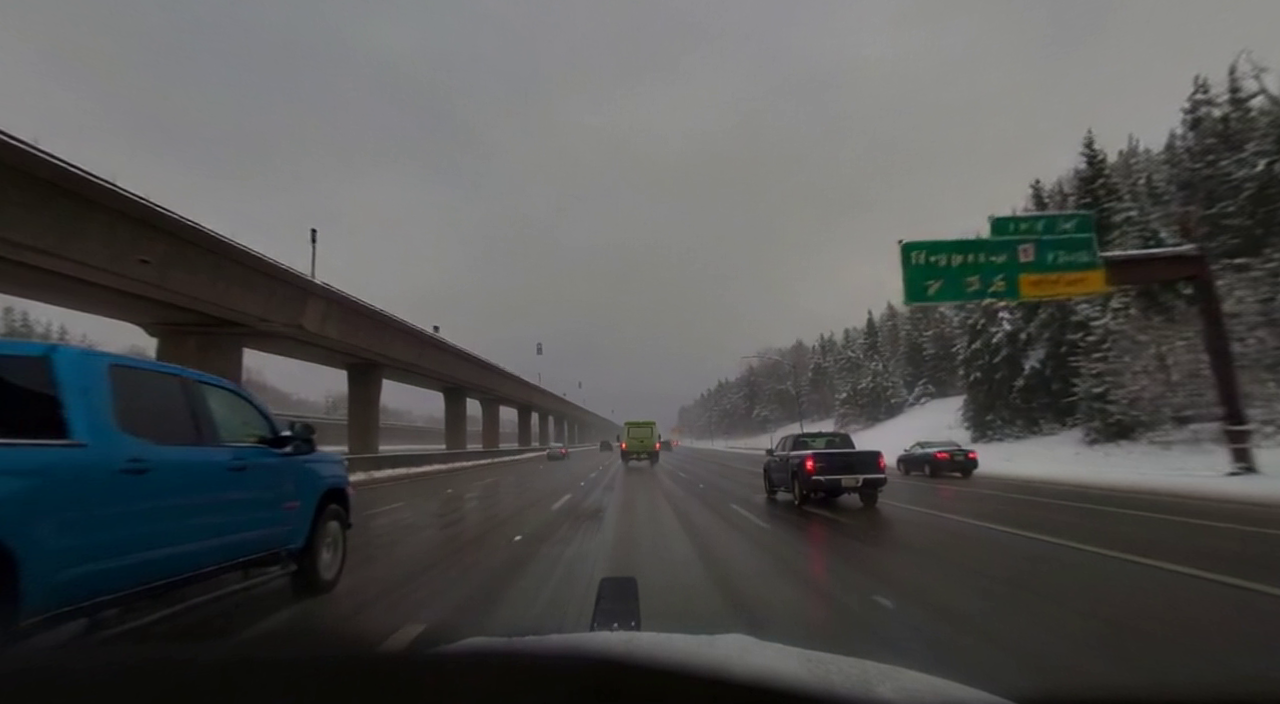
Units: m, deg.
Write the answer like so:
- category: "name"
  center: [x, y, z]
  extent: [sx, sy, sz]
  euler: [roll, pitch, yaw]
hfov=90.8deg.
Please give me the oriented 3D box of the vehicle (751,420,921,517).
- category: "vehicle"
  center: [3.759, 2.319, 13.002]
  extent: [2.119, 1.653, 4.000]
  euler: [0, -9, -1]

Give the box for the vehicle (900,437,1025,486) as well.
- category: "vehicle"
  center: [10.831, 3.697, 21.640]
  extent: [1.961, 1.480, 4.331]
  euler: [0, -9, -1]

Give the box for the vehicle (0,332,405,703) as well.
- category: "vehicle"
  center: [-3.657, 1.002, 3.724]
  extent: [2.535, 1.715, 5.030]
  euler: [0, -9, 1]

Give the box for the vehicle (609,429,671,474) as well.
- category: "vehicle"
  center: [0.004, 4.581, 29.145]
  extent: [2.572, 1.837, 5.693]
  euler: [0, -9, 0]
